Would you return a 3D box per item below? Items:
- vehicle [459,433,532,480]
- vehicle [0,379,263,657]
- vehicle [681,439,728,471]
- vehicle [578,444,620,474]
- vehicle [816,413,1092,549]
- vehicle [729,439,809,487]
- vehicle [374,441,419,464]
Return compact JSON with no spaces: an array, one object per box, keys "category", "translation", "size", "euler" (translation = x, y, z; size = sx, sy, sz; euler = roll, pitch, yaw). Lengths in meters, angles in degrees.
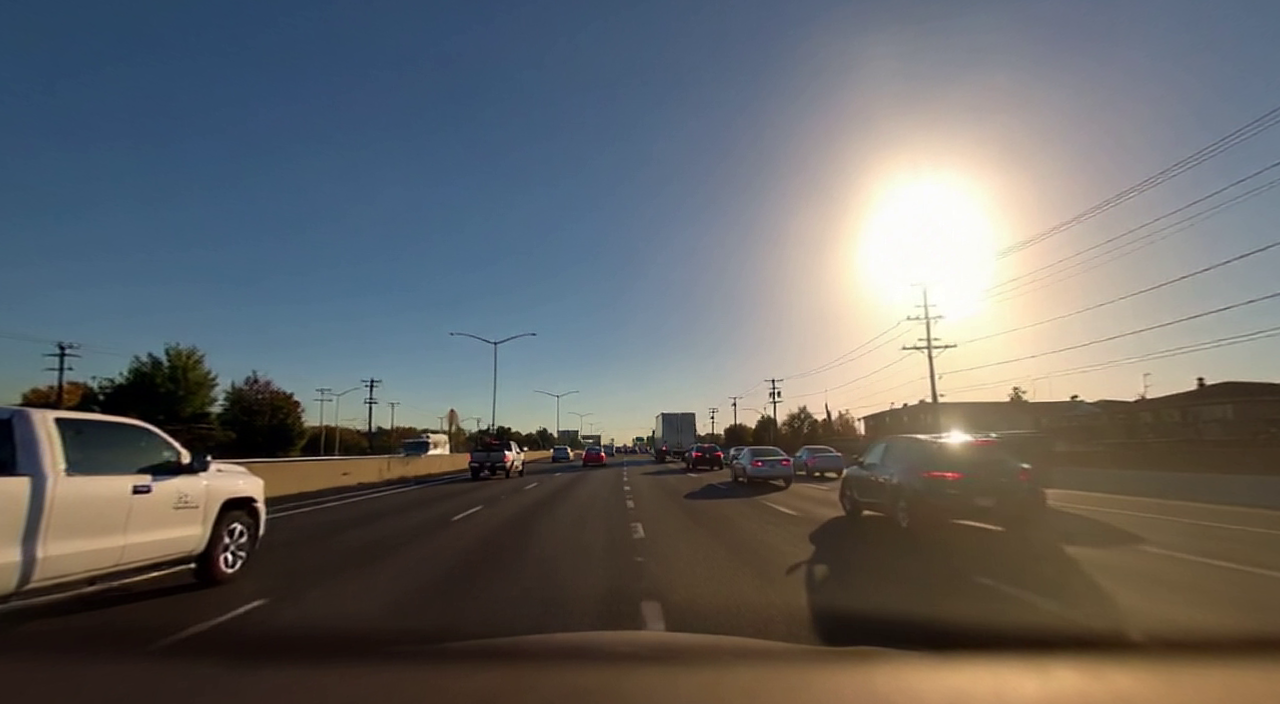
[{"category":"vehicle","translation":[-6.163,4.527,27.547],"size":[2.147,1.825,4.602],"euler":[0,-9,-1]},{"category":"vehicle","translation":[-5.042,1.105,4.424],"size":[2.127,1.705,4.374],"euler":[1,-9,-2]},{"category":"vehicle","translation":[3.806,6.189,38.050],"size":[2.182,1.782,4.800],"euler":[1,-9,-2]},{"category":"vehicle","translation":[-2.129,5.707,33.862],"size":[2.060,1.508,4.308],"euler":[1,-9,-1]},{"category":"vehicle","translation":[4.877,2.084,10.874],"size":[2.086,1.783,4.868],"euler":[1,-9,-2]},{"category":"vehicle","translation":[4.758,4.163,23.945],"size":[1.978,1.607,4.245],"euler":[1,-9,-2]},{"category":"vehicle","translation":[-15.855,6.565,41.161],"size":[1.607,1.454,3.631],"euler":[1,-9,-2]}]
